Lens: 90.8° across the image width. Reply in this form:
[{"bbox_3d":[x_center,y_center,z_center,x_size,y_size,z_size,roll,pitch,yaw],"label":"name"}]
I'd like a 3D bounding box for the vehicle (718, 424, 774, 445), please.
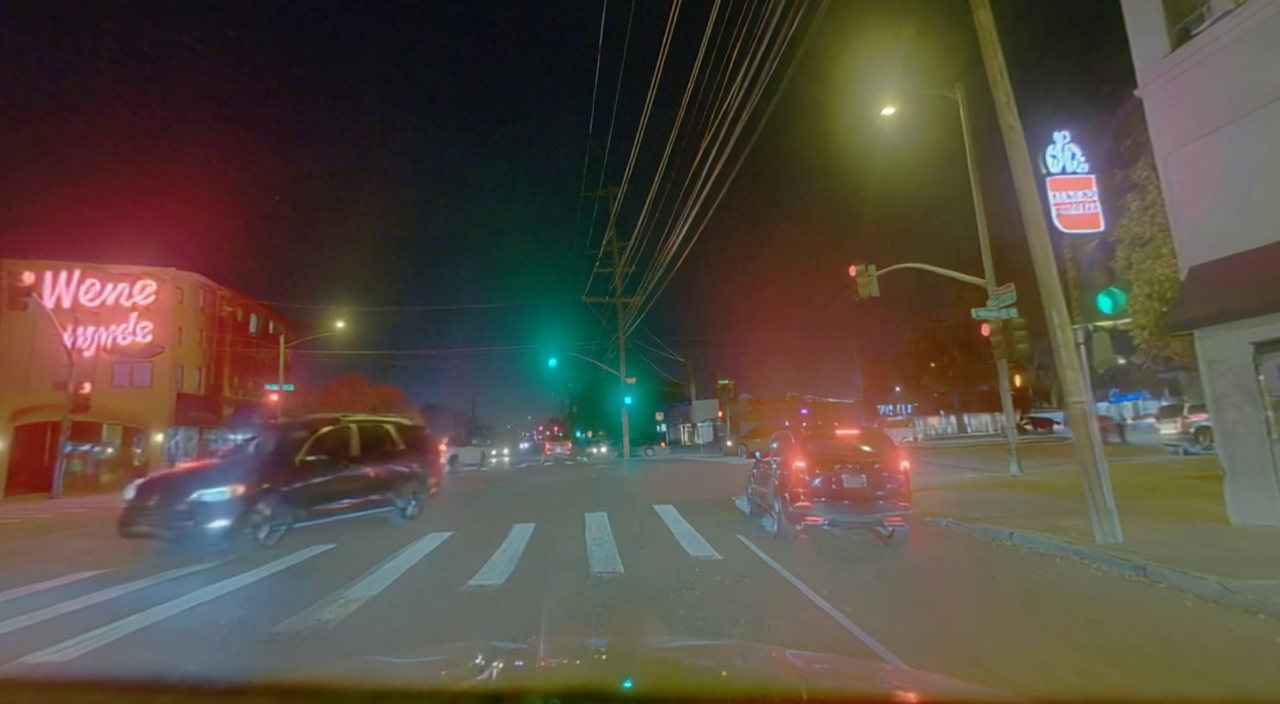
[{"bbox_3d":[7.566,5.966,45.334,1.866,1.430,3.901,5,-10,-31],"label":"vehicle"}]

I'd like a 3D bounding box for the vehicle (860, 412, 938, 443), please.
[{"bbox_3d":[16.212,4.770,39.527,4.474,1.788,2.039,4,-10,-29],"label":"vehicle"}]

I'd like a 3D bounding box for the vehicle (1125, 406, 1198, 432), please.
[{"bbox_3d":[32.017,4.134,38.755,4.433,1.453,1.804,4,-10,-29],"label":"vehicle"}]

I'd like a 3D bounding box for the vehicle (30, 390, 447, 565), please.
[{"bbox_3d":[-5.653,1.876,10.249,2.374,1.985,5.588,-2,-9,12],"label":"vehicle"}]

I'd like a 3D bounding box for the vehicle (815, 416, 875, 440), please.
[{"bbox_3d":[16.049,5.951,49.368,4.589,1.730,1.801,4,-8,-31],"label":"vehicle"}]

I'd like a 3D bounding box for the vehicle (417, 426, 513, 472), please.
[{"bbox_3d":[-7.208,4.062,26.578,2.105,1.761,4.292,-2,-9,12],"label":"vehicle"}]

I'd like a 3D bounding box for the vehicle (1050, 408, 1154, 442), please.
[{"bbox_3d":[21.714,3.464,29.673,4.707,1.487,1.907,4,-9,-27],"label":"vehicle"}]

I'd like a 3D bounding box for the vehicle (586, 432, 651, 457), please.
[{"bbox_3d":[-1.604,6.818,46.576,4.506,1.733,1.857,1,-9,-11],"label":"vehicle"}]
